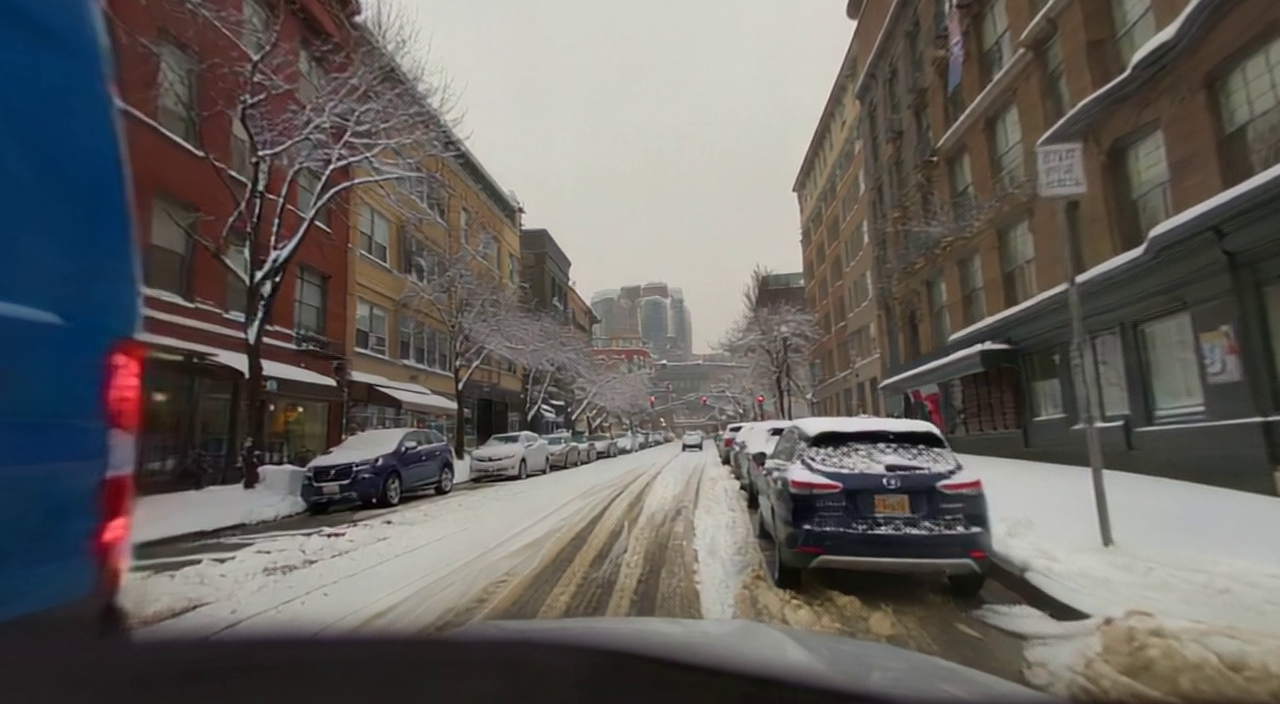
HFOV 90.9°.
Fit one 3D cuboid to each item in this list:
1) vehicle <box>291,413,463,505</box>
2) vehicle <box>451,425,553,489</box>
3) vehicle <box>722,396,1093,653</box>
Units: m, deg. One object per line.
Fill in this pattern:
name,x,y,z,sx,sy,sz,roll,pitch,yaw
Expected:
vehicle,-4.973,2.072,12.400,1.875,1.564,2.982,-1,-9,5
vehicle,-3.977,3.049,18.909,1.867,1.519,3.920,1,-4,5
vehicle,1.864,1.325,6.107,1.925,1.481,4.653,-1,-8,5
